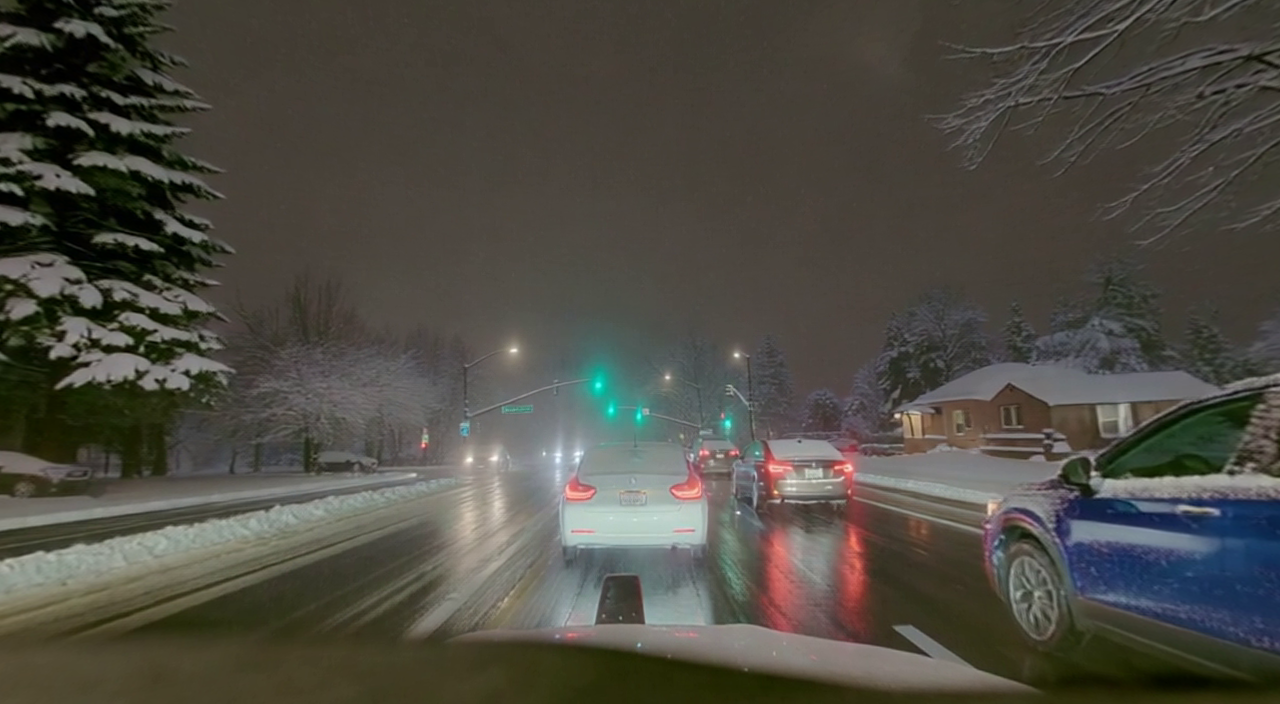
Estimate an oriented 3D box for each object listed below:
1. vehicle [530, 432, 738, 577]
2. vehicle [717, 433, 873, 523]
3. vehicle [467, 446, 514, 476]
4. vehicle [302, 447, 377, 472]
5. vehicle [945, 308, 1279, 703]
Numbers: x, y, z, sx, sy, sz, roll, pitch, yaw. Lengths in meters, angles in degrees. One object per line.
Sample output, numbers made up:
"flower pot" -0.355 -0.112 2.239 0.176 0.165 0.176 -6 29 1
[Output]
"vehicle" -0.108 1.913 8.782 2.186 1.500 4.141 0 -8 -1
"vehicle" 2.944 2.503 13.129 1.971 1.517 4.521 0 -8 -2
"vehicle" -9.253 6.768 39.413 1.996 1.680 4.203 -2 -8 -2
"vehicle" -19.862 7.098 41.864 3.957 1.630 1.881 0 -8 0
"vehicle" 3.375 0.765 2.602 2.006 1.766 4.345 0 -8 0
